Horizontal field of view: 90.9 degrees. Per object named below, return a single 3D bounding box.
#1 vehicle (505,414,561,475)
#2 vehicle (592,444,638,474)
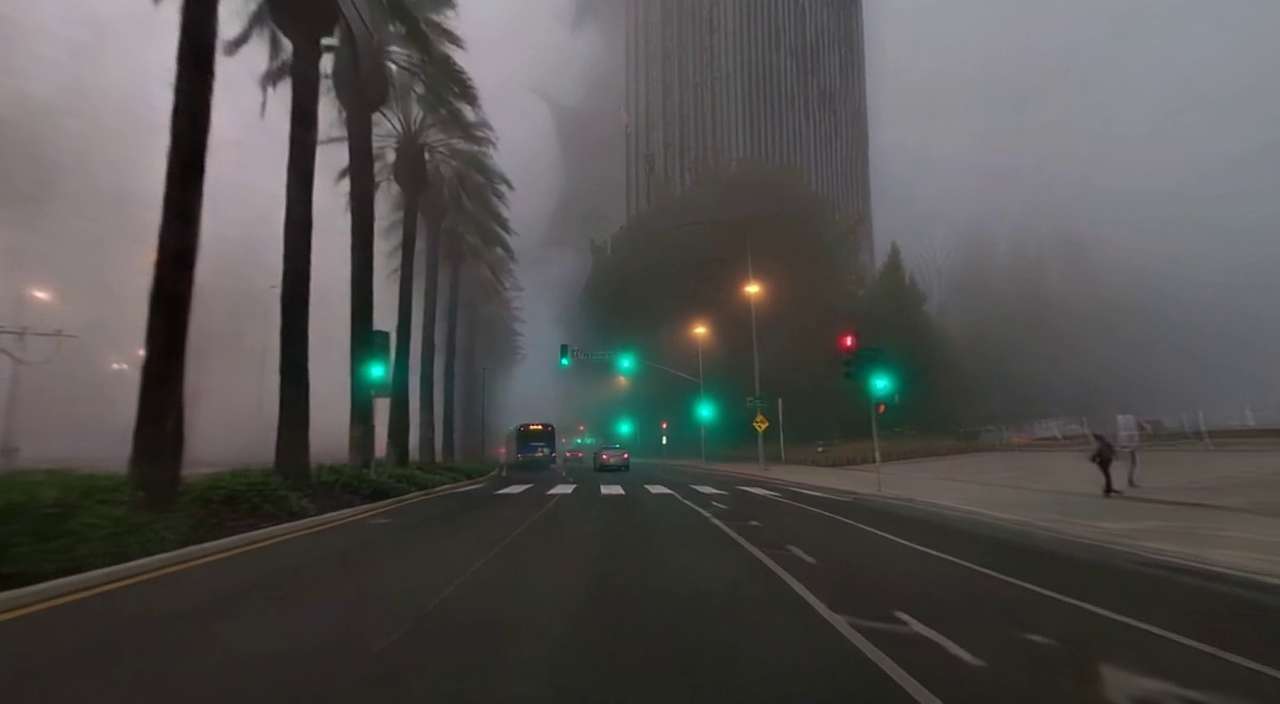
[{"bbox_3d":[-5.838,5.229,35.673,2.678,3.042,8.474,1,-9,-7],"label":"vehicle"},{"bbox_3d":[-1.439,5.737,34.092,2.107,1.481,4.097,1,-8,-8],"label":"vehicle"}]
